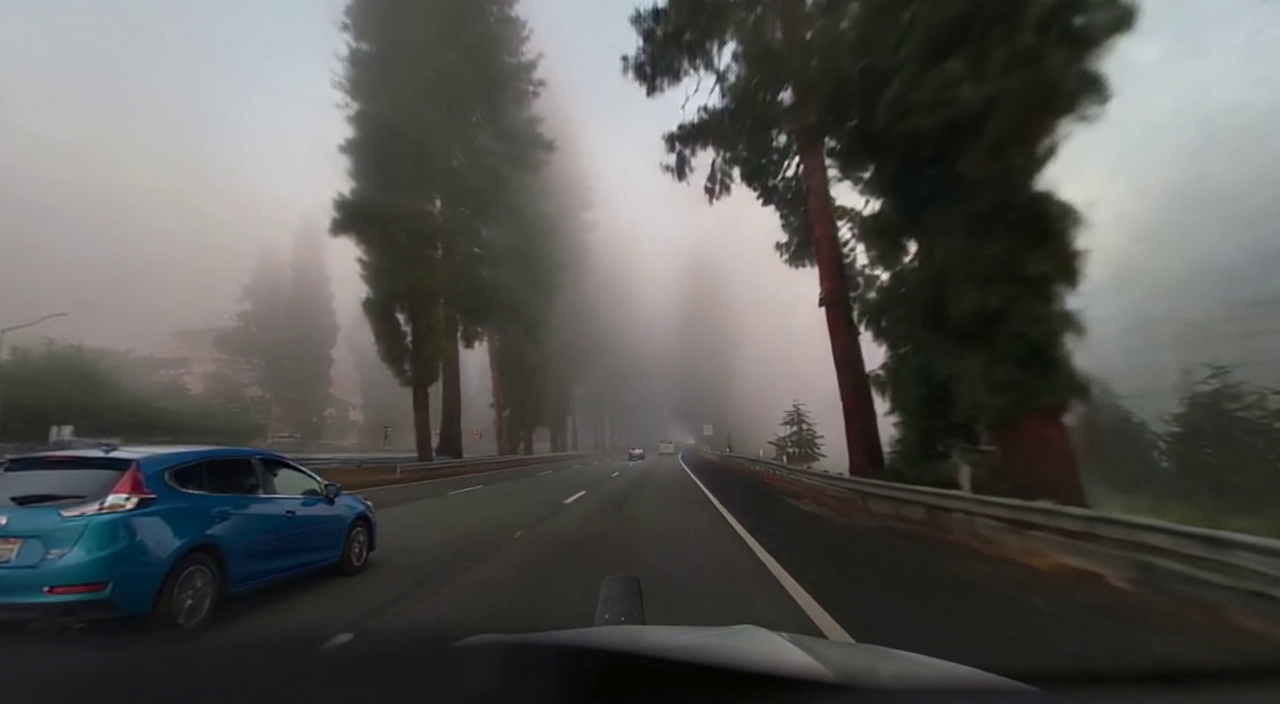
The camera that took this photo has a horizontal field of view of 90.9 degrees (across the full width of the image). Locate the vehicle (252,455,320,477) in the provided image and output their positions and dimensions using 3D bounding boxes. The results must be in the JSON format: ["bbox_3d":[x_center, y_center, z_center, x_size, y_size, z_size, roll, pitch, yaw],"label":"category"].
[{"bbox_3d":[-26.503,8.546,47.441,1.964,1.444,4.565,-2,-8,9],"label":"vehicle"}]

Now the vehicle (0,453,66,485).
[{"bbox_3d":[-36.403,6.672,35.943,1.961,1.722,5.248,-1,-8,7],"label":"vehicle"}]
